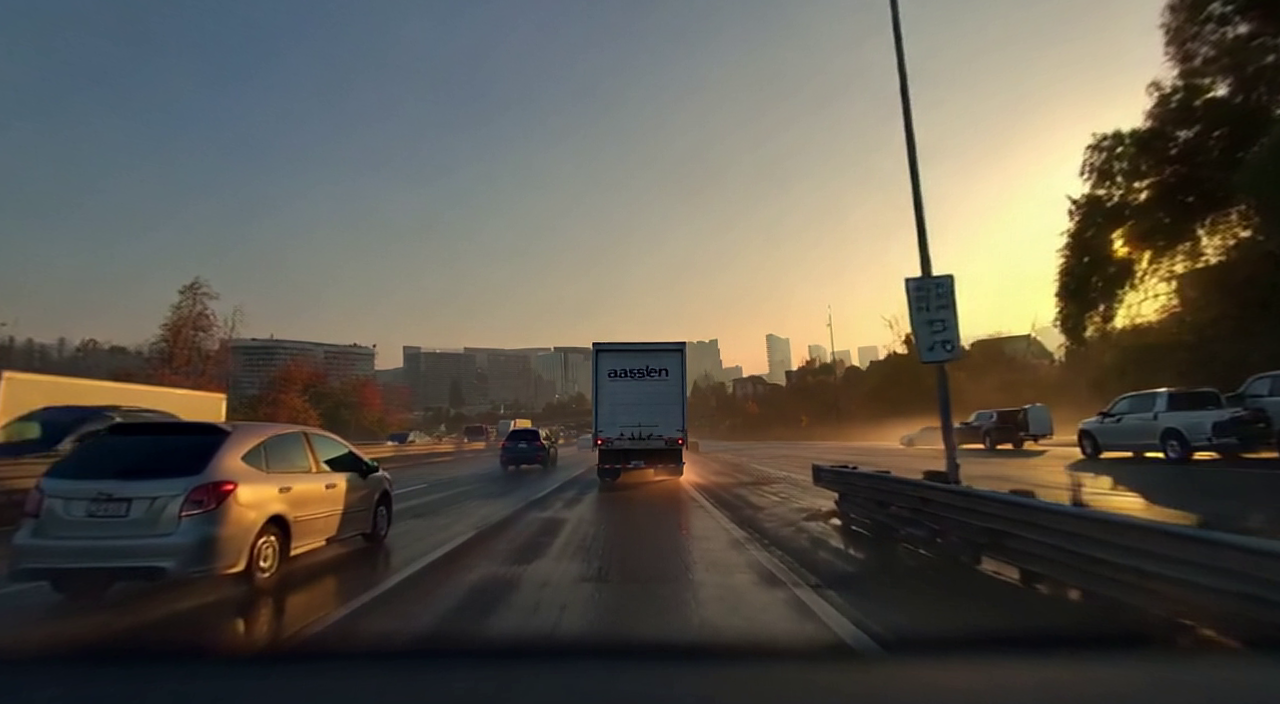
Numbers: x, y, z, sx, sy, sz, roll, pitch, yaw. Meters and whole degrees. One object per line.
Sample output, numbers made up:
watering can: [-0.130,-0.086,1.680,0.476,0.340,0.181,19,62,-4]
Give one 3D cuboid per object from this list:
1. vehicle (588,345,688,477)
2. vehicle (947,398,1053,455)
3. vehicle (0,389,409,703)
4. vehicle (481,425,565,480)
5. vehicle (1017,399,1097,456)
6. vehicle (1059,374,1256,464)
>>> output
vehicle: [-0.105,2.603,25.686,3.171,4.204,11.036,0,-8,0]
vehicle: [18.952,3.993,33.473,2.432,2.753,5.388,0,-8,1]
vehicle: [-3.713,1.223,5.152,1.964,1.507,4.361,0,-8,0]
vehicle: [-3.713,3.249,20.691,1.946,1.599,4.073,0,-8,0]
vehicle: [19.606,3.585,29.697,1.658,2.523,2.851,0,-8,-1]
vehicle: [19.368,2.639,24.091,2.443,3.006,5.844,0,-8,0]
